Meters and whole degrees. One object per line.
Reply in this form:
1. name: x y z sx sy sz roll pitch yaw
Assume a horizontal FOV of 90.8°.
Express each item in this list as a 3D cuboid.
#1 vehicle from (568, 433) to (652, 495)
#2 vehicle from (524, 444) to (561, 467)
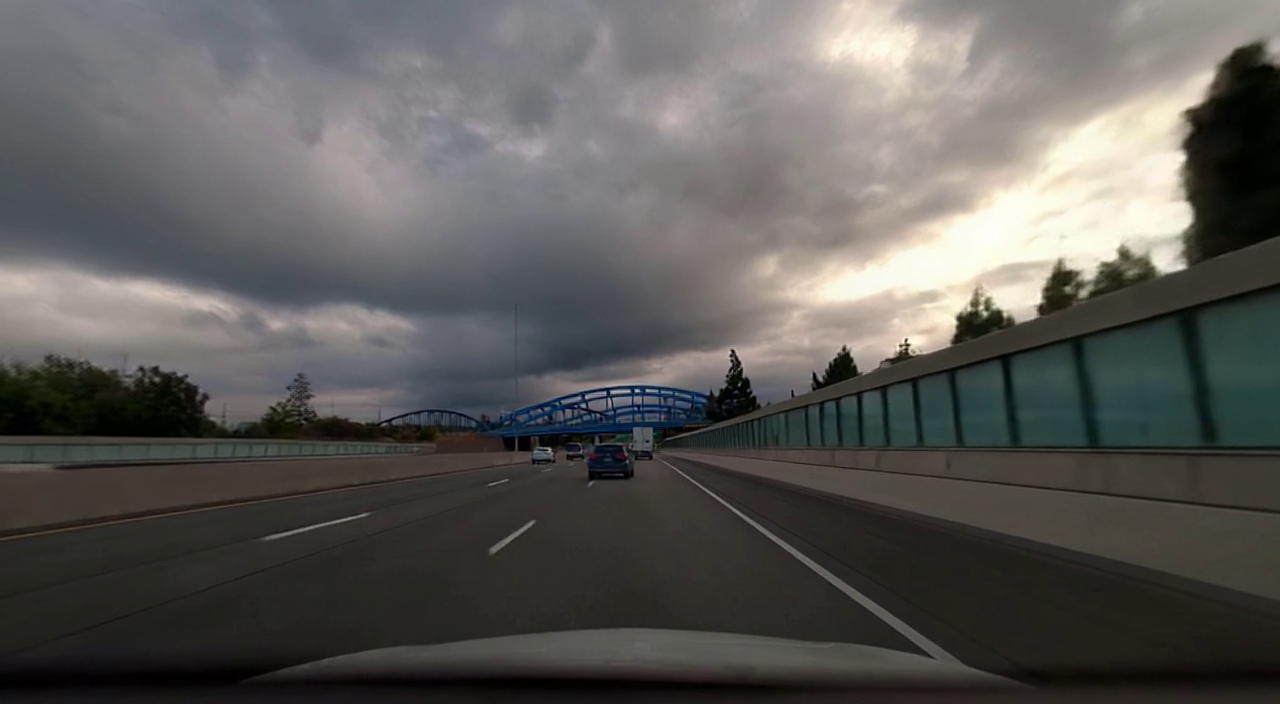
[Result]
1. vehicle: -0.800 3.503 20.091 2.299 1.716 4.579 -1 -9 2
2. vehicle: -7.293 7.774 47.525 2.024 1.605 4.499 0 -9 0
